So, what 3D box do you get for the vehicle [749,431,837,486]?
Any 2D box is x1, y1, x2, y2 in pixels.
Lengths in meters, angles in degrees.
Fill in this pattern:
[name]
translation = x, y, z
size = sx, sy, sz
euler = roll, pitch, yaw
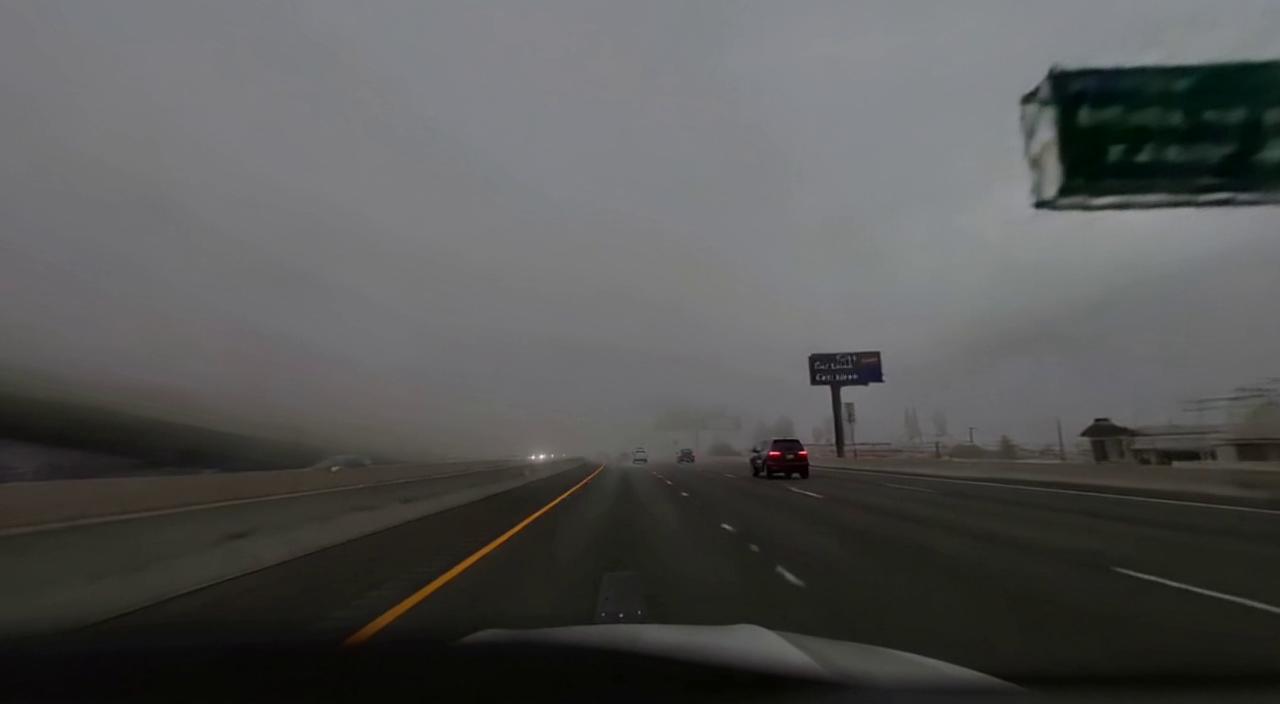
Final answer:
[vehicle]
translation = 6.098, 4.314, 25.859
size = 2.181, 1.952, 4.973
euler = -1, -9, -2
